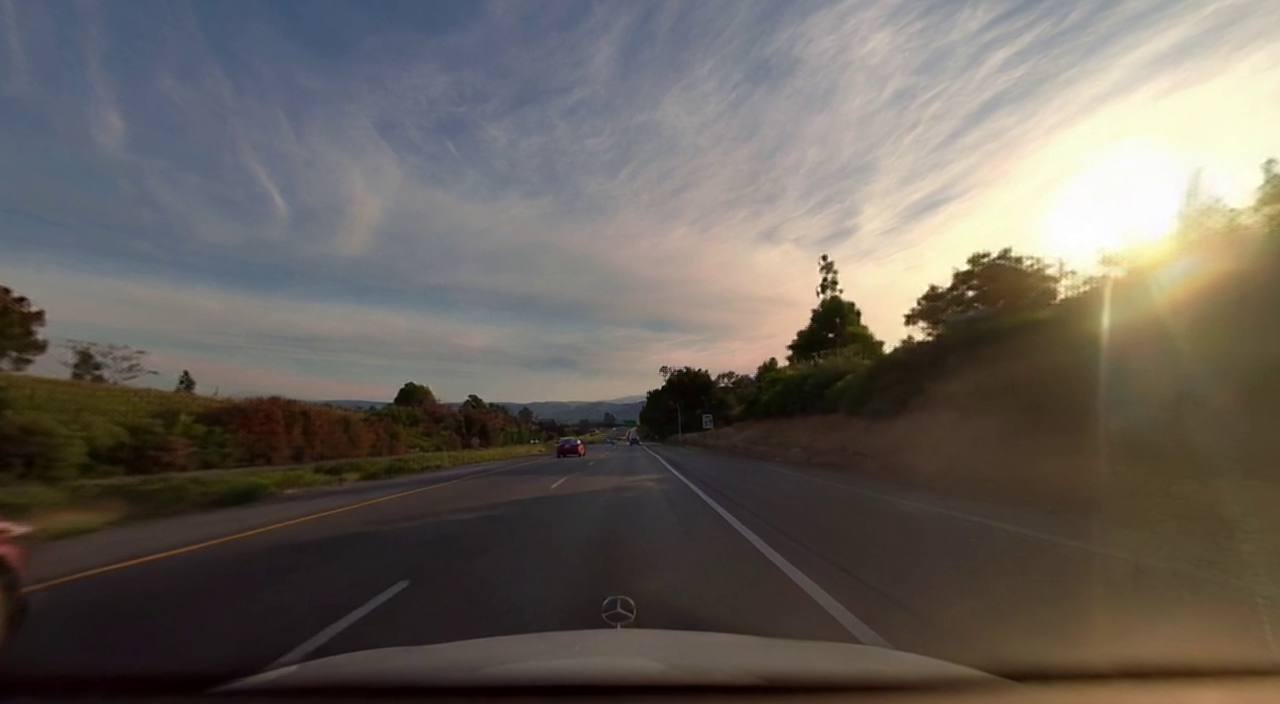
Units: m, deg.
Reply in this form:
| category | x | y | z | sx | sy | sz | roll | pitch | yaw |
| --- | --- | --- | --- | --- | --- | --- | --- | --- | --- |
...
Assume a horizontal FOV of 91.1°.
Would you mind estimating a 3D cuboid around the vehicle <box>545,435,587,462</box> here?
| category | x | y | z | sx | sy | sz | roll | pitch | yaw |
| --- | --- | --- | --- | --- | --- | --- | --- | --- | --- |
| vehicle | -4.410 | 5.779 | 37.991 | 2.063 | 1.496 | 4.225 | 0 | -8 | -1 |
